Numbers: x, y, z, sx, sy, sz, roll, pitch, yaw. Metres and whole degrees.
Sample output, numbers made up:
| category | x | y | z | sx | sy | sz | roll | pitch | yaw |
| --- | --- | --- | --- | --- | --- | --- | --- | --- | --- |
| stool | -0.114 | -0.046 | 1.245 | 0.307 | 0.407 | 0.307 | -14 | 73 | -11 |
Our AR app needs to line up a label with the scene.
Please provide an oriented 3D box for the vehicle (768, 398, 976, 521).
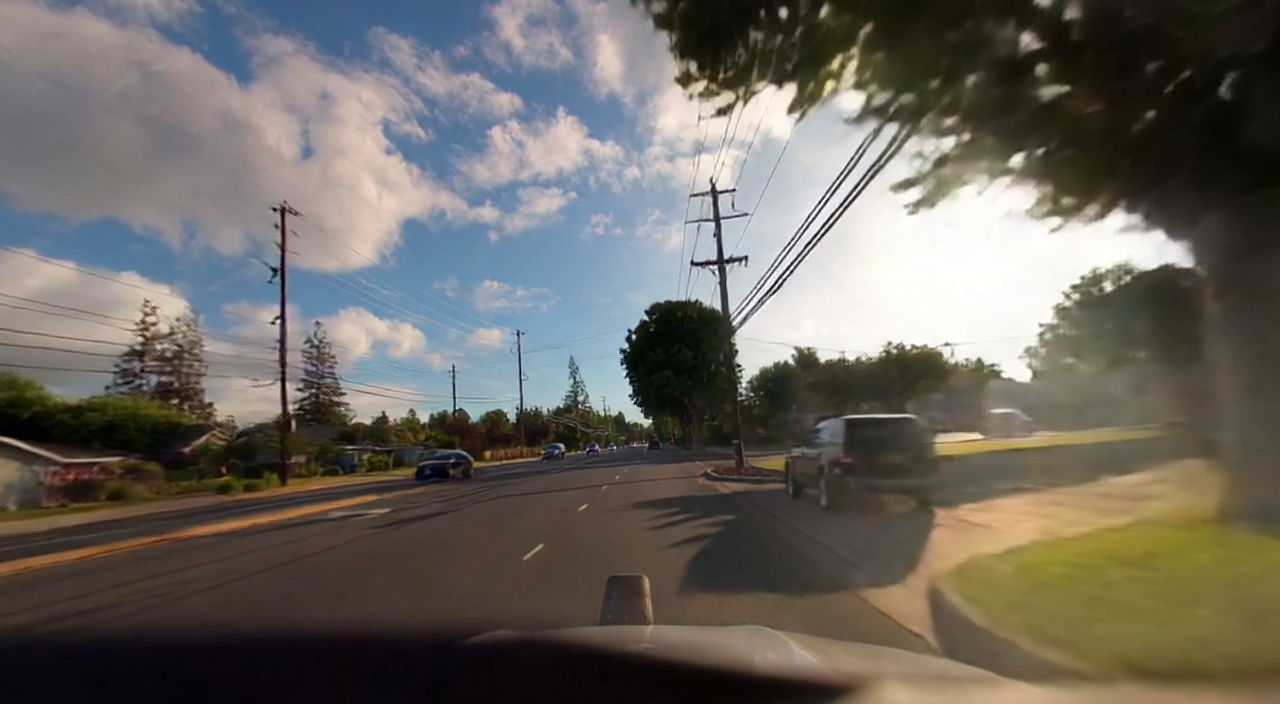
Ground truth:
| category | x | y | z | sx | sy | sz | roll | pitch | yaw |
| --- | --- | --- | --- | --- | --- | --- | --- | --- | --- |
| vehicle | 4.177 | 2.064 | 12.468 | 2.228 | 1.885 | 4.854 | -1 | -8 | 0 |

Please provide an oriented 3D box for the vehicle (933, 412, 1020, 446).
| category | x | y | z | sx | sy | sz | roll | pitch | yaw |
| --- | --- | --- | --- | --- | --- | --- | --- | --- | --- |
| vehicle | 22.096 | 5.089 | 41.536 | 4.389 | 1.751 | 2.158 | -4 | -14 | 5 |

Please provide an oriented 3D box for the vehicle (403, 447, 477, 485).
| category | x | y | z | sx | sy | sz | roll | pitch | yaw |
| --- | --- | --- | --- | --- | --- | --- | --- | --- | --- |
| vehicle | -8.849 | 5.051 | 28.276 | 1.915 | 1.539 | 4.106 | -1 | -8 | 1 |
